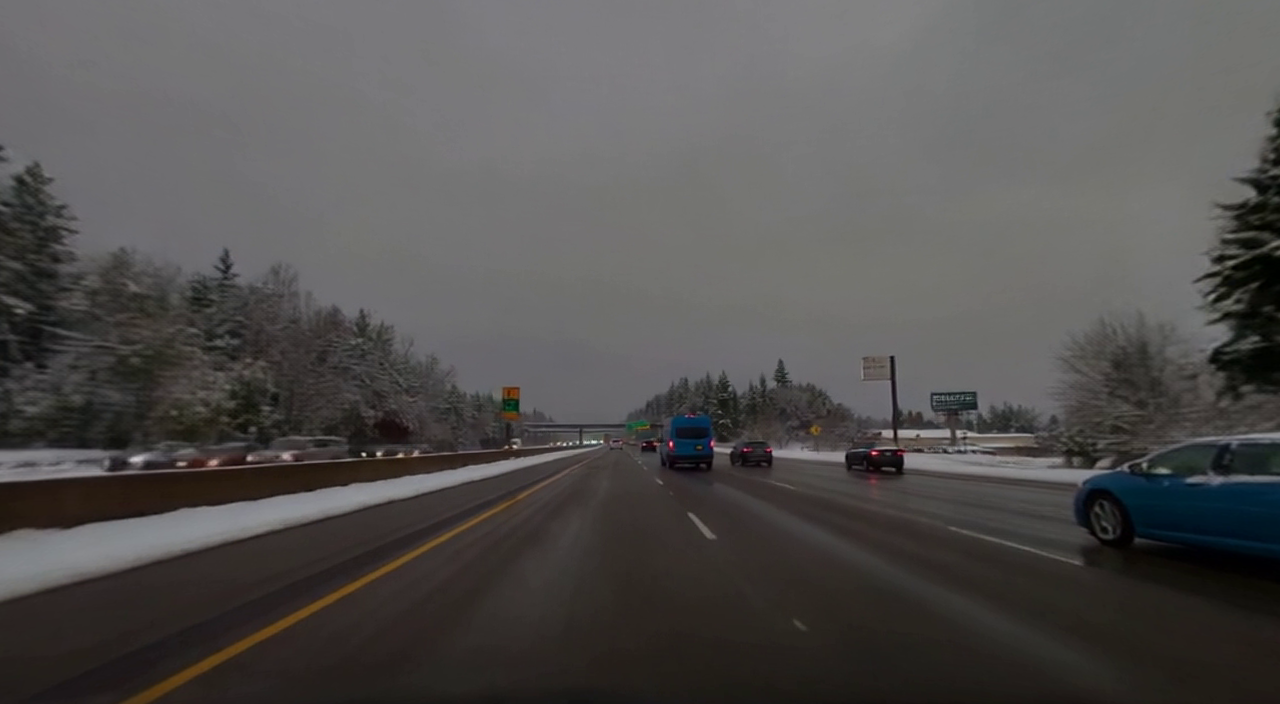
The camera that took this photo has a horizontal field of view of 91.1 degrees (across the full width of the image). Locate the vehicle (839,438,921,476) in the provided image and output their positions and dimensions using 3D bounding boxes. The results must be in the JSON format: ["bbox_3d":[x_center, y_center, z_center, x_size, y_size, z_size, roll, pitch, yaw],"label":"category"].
[{"bbox_3d":[10.054,4.403,26.570,1.874,1.496,3.586,0,-8,-3],"label":"vehicle"}]

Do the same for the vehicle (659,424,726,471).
[{"bbox_3d":[2.410,4.634,30.512,2.546,2.087,5.404,0,-8,-3],"label":"vehicle"}]

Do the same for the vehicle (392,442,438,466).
[{"bbox_3d":[-15.807,7.187,44.306,1.870,1.513,3.866,-2,-8,-1],"label":"vehicle"}]

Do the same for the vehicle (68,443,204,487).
[{"bbox_3d":[-23.130,5.158,29.173,2.372,1.803,4.973,-1,-8,-3],"label":"vehicle"}]

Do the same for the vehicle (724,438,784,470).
[{"bbox_3d":[5.679,5.115,31.743,2.099,1.510,3.784,0,-8,-3],"label":"vehicle"}]

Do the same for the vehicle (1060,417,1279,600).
[{"bbox_3d":[6.363,1.331,5.370,2.003,1.517,4.936,0,-8,-2],"label":"vehicle"}]

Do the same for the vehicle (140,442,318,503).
[{"bbox_3d":[-11.059,3.239,17.397,2.060,1.452,4.444,0,-8,-2],"label":"vehicle"}]
